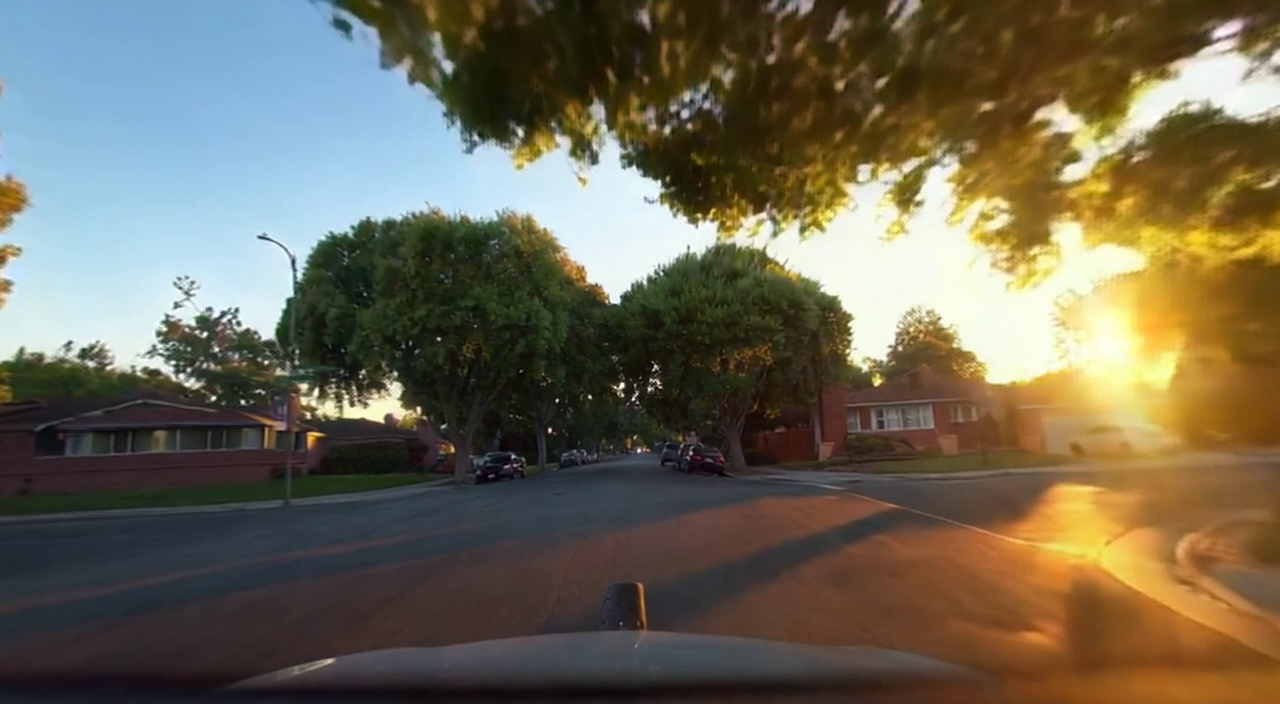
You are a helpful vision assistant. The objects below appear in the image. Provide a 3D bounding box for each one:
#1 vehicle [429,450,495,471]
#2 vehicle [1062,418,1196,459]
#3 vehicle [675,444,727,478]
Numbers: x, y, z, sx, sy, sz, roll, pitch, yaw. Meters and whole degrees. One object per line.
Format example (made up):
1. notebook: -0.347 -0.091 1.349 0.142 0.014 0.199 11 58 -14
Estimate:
1. vehicle: -13.480 8.226 48.109 4.423 1.522 1.961 0 -9 -1
2. vehicle: 19.414 3.499 25.387 1.839 1.466 4.486 0 -8 0
3. vehicle: 2.862 5.208 30.438 1.881 1.487 4.183 0 -9 -3
